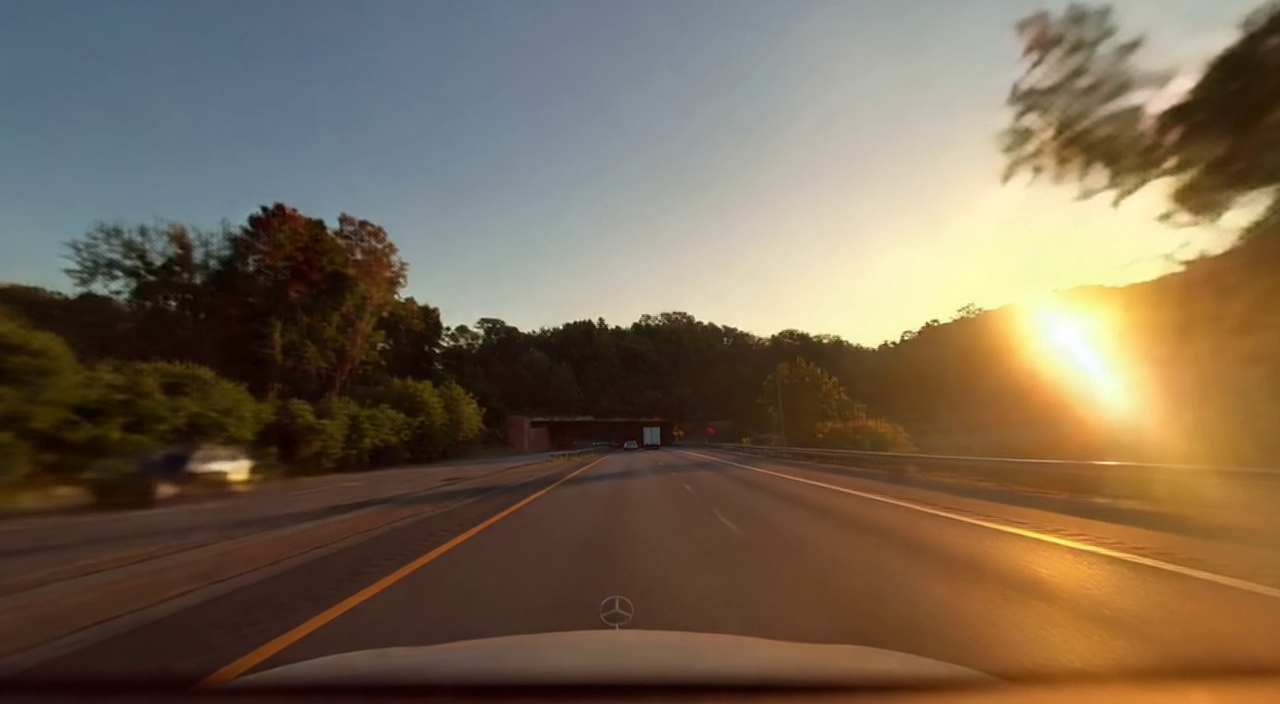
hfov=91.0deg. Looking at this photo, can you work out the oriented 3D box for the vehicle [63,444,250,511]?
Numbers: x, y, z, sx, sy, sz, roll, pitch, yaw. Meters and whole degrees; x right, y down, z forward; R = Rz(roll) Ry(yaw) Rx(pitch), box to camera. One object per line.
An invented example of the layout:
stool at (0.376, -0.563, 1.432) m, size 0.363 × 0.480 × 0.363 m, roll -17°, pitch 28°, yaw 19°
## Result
vehicle at (-12.958, 3.331, 17.277) m, size 1.880 × 1.544 × 4.154 m, roll 0°, pitch -8°, yaw -2°
